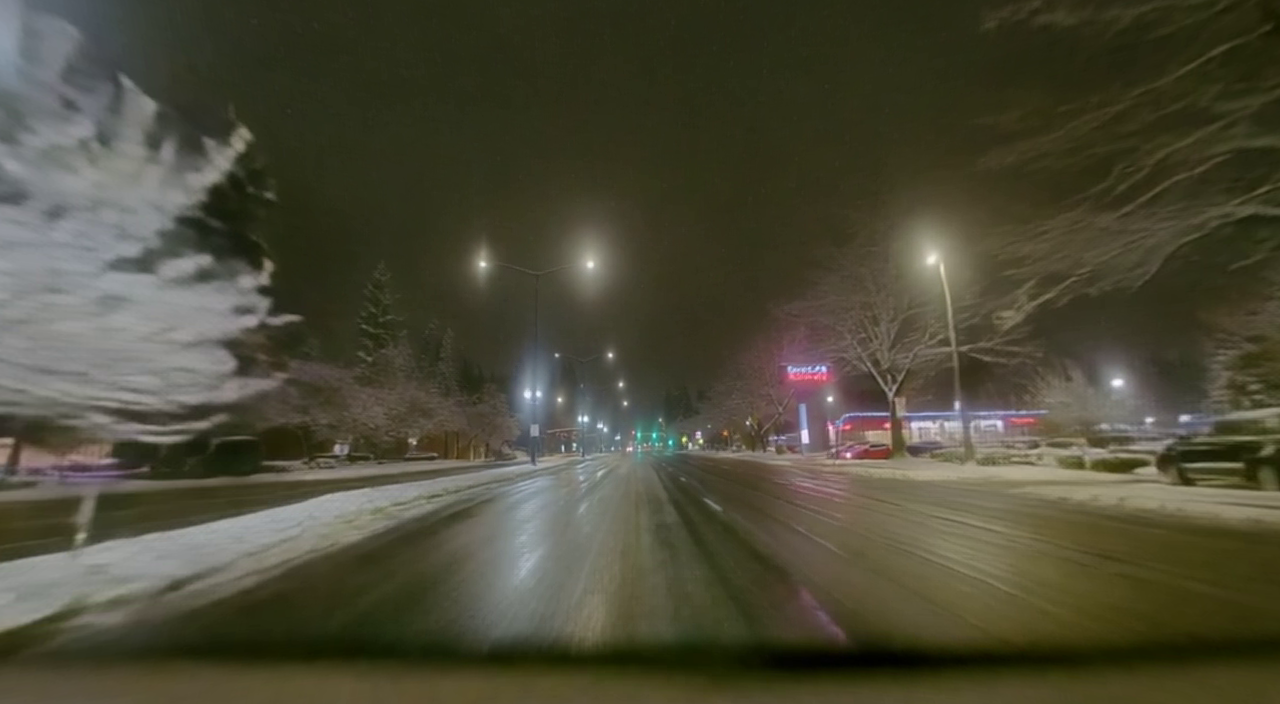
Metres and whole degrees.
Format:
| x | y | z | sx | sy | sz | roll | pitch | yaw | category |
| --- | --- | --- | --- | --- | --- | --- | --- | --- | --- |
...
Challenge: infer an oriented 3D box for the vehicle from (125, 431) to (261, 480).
| x | y | z | sx | sy | sz | roll | pitch | yaw | category |
| --- | --- | --- | --- | --- | --- | --- | --- | --- | --- |
| -28.190 | 6.527 | 40.058 | 6.354 | 2.899 | 2.812 | 0 | -9 | -1 | vehicle |

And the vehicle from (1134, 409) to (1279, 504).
| x | y | z | sx | sy | sz | roll | pitch | yaw | category |
| --- | --- | --- | --- | --- | --- | --- | --- | --- | --- |
| 14.949 | 2.394 | 14.772 | 2.235 | 2.016 | 5.481 | -3 | -9 | 0 | vehicle |

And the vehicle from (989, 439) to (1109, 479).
| x | y | z | sx | sy | sz | roll | pitch | yaw | category |
| --- | --- | --- | --- | --- | --- | --- | --- | --- | --- |
| 16.470 | 4.341 | 25.788 | 1.880 | 1.477 | 4.556 | -1 | -9 | 1 | vehicle |

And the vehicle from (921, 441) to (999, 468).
| x | y | z | sx | sy | sz | roll | pitch | yaw | category |
| --- | --- | --- | --- | --- | --- | --- | --- | --- | --- |
| 18.664 | 5.987 | 37.077 | 1.846 | 1.466 | 4.679 | 0 | -9 | -4 | vehicle |

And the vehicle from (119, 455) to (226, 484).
| x | y | z | sx | sy | sz | roll | pitch | yaw | category |
| --- | --- | --- | --- | --- | --- | --- | --- | --- | --- |
| -27.487 | 6.919 | 37.263 | 4.564 | 1.494 | 2.183 | -2 | -10 | -2 | vehicle |
